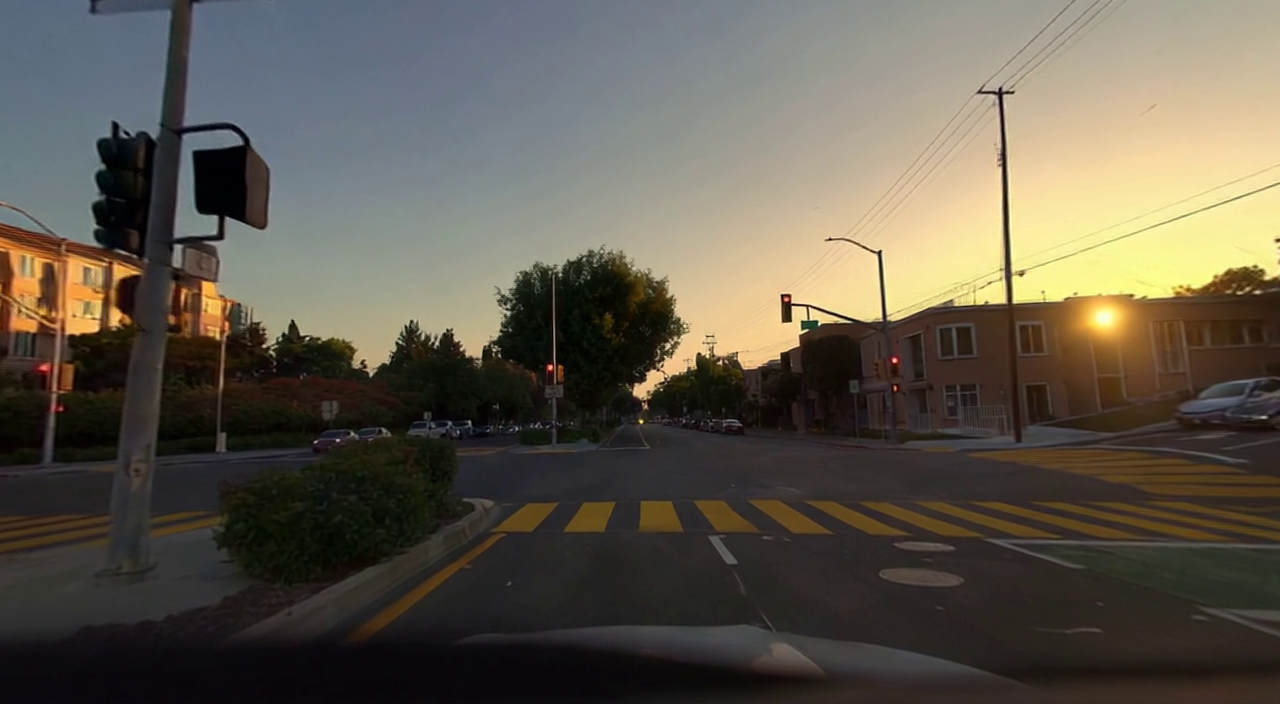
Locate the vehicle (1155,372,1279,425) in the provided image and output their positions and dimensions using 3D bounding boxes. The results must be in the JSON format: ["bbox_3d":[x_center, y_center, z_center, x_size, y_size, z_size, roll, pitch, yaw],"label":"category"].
[{"bbox_3d":[22.328,1.703,23.677,4.531,1.753,1.964,-2,-2,-5],"label":"vehicle"}]

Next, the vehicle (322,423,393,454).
[{"bbox_3d":[-18.313,5.701,41.231,2.225,1.871,5.189,0,-9,0],"label":"vehicle"}]

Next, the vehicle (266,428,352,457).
[{"bbox_3d":[-18.104,5.025,34.897,1.939,1.430,5.533,0,-9,-2],"label":"vehicle"}]
